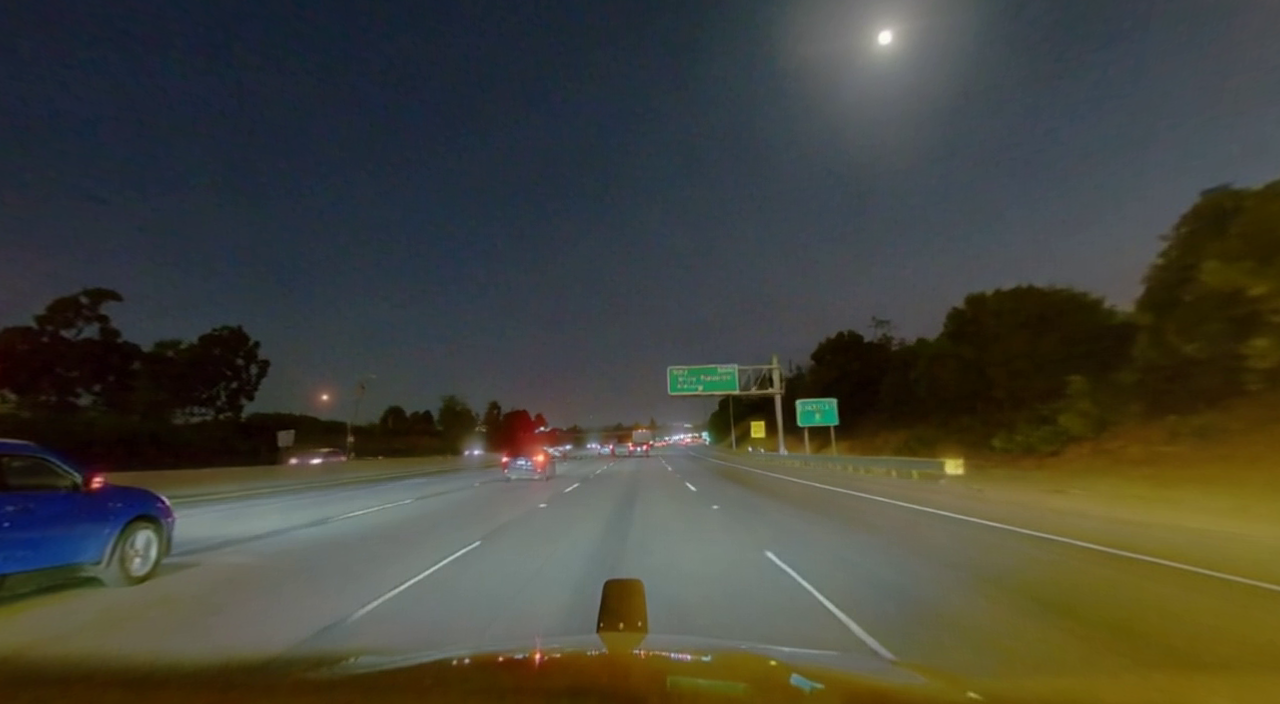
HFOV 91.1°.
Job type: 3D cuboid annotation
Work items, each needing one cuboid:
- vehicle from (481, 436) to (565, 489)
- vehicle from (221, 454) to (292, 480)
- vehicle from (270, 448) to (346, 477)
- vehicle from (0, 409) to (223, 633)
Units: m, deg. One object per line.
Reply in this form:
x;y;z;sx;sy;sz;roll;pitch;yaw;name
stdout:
-4.094;3.947;22.770;2.154;1.693;4.394;0;-9;0;vehicle
-24.902;7.462;40.979;1.869;1.499;4.328;0;-9;0;vehicle
-21.020;6.995;39.980;2.067;1.676;5.001;0;-9;0;vehicle
-5.729;1.322;5.100;1.969;1.633;3.962;0;-9;-1;vehicle
